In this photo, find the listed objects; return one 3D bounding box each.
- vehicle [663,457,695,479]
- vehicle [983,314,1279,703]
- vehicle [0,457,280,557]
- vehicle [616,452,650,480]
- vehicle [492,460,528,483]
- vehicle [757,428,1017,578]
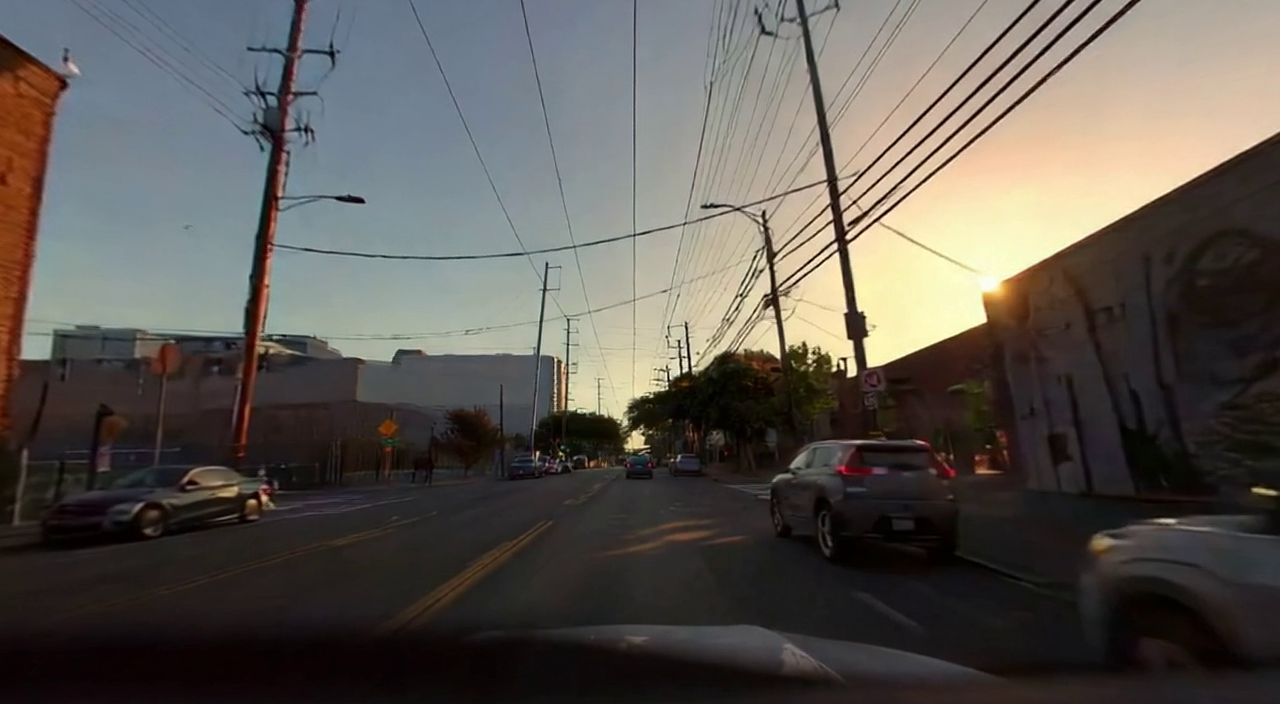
[{"bbox_3d":[2.922,8.778,48.116,1.910,1.512,4.274,0,-9,-3],"label":"vehicle"},{"bbox_3d":[3.235,0.671,1.536,2.102,1.765,4.674,0,-9,-1],"label":"vehicle"},{"bbox_3d":[-9.967,3.118,13.202,2.079,1.550,4.865,-3,-11,-1],"label":"vehicle"},{"bbox_3d":[-0.483,7.762,43.191,2.190,1.783,4.048,0,-9,0],"label":"vehicle"},{"bbox_3d":[-10.190,9.443,49.789,1.923,1.542,4.572,-4,-12,-1],"label":"vehicle"},{"bbox_3d":[3.144,2.016,9.334,1.941,1.634,4.674,0,-9,0],"label":"vehicle"}]
